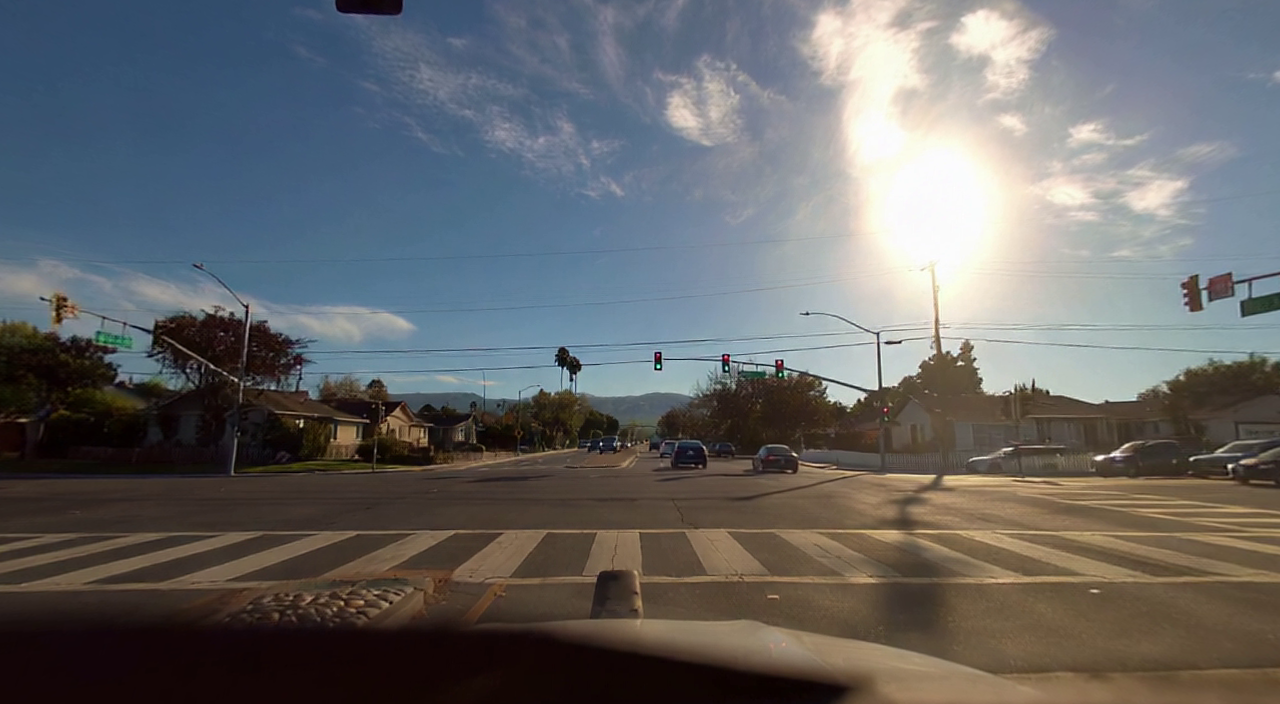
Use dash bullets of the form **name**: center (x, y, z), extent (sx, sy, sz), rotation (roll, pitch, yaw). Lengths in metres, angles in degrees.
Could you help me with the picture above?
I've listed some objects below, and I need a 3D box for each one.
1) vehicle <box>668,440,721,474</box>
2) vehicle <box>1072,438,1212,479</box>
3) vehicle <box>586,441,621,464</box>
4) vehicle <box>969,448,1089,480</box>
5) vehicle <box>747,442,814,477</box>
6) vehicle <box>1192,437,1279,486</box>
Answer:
- **vehicle**: center (2.554, 5.060, 30.671), extent (2.079, 1.473, 4.748), rotation (0, -9, -1)
- **vehicle**: center (23.517, 4.989, 29.740), extent (4.807, 1.835, 2.033), rotation (0, -9, -1)
- **vehicle**: center (-2.374, 6.715, 42.286), extent (2.045, 1.484, 3.991), rotation (0, -9, 0)
- **vehicle**: center (19.754, 5.696, 32.222), extent (4.874, 1.544, 1.779), rotation (0, -9, 1)
- **vehicle**: center (6.290, 4.870, 28.867), extent (1.908, 1.450, 4.564), rotation (0, -9, -1)
- **vehicle**: center (23.646, 4.040, 23.461), extent (4.417, 1.725, 1.969), rotation (0, -9, -1)
